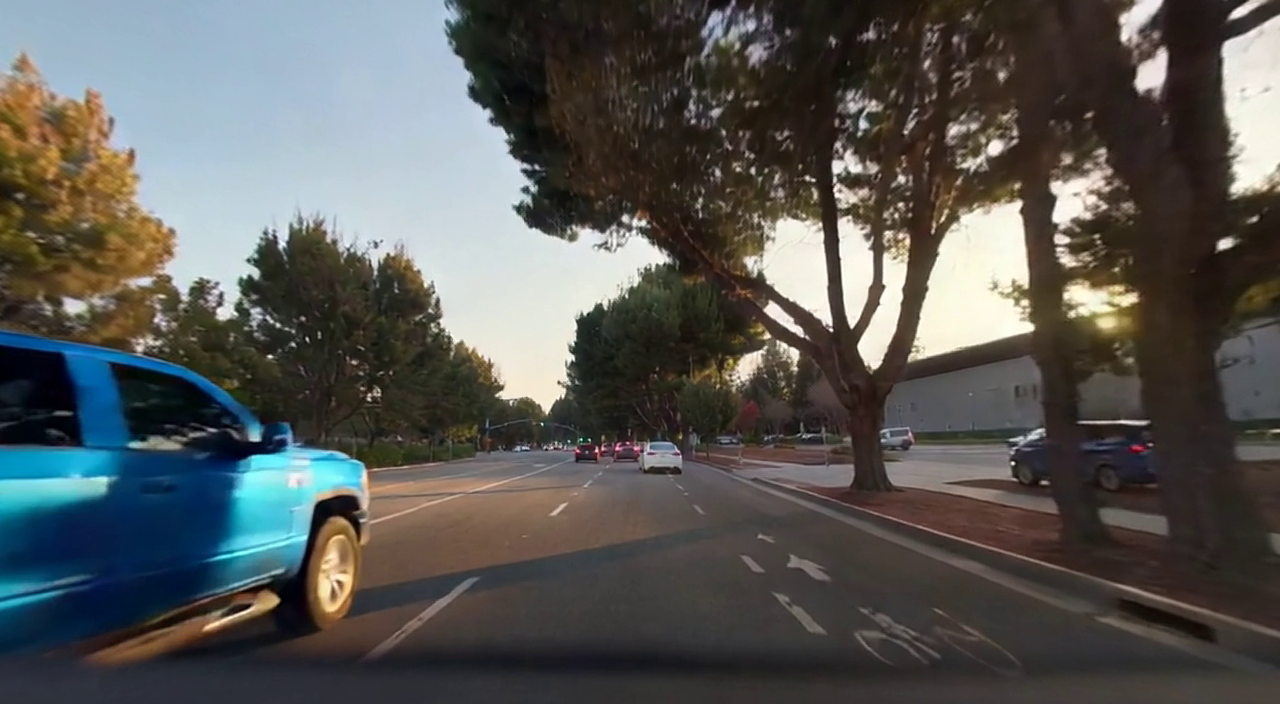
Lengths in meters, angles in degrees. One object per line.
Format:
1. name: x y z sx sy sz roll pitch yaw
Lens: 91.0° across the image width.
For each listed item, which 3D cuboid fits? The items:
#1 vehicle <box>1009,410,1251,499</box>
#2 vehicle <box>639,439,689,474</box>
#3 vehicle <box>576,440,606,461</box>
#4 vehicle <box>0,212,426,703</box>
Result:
1. vehicle: 12.078 2.596 16.140 2.131 1.909 4.927 0 -9 -1
2. vehicle: 1.063 4.916 29.849 2.142 1.528 4.133 0 -9 -1
3. vehicle: -3.498 7.098 45.475 2.018 1.458 4.350 0 -9 -2
4. vehicle: -3.116 0.656 2.256 2.512 1.992 5.725 0 -9 2
